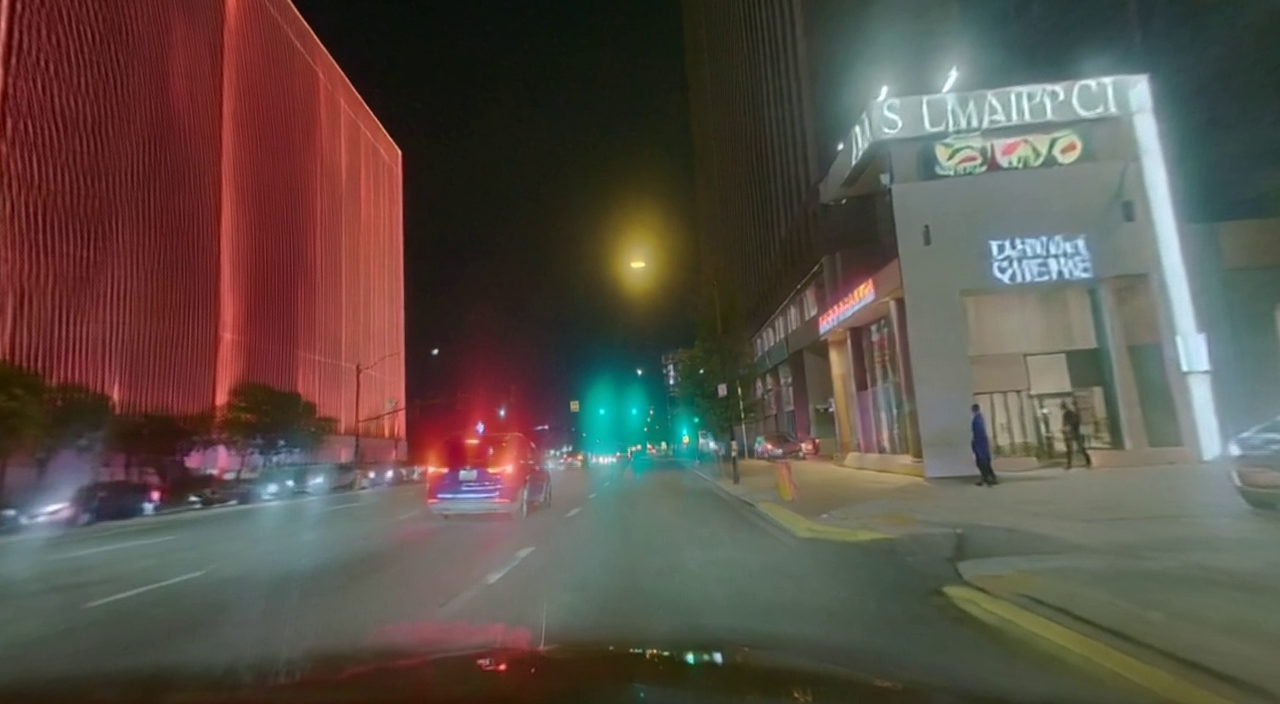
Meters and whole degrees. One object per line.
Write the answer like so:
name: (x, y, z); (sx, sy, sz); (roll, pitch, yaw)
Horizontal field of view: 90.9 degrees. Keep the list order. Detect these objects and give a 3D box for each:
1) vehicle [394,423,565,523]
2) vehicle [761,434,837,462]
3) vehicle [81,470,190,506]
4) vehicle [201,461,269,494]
vehicle: (-3.150, 2.537, 13.723); (2.277, 1.743, 4.893); (-1, -9, 2)
vehicle: (10.189, 6.210, 40.581); (4.361, 1.550, 2.087); (1, -13, 2)
vehicle: (-27.621, 7.420, 34.675); (4.398, 1.737, 1.950); (8, -10, -36)
vehicle: (-28.300, 8.765, 44.055); (3.755, 1.646, 1.961); (-2, -10, -37)
